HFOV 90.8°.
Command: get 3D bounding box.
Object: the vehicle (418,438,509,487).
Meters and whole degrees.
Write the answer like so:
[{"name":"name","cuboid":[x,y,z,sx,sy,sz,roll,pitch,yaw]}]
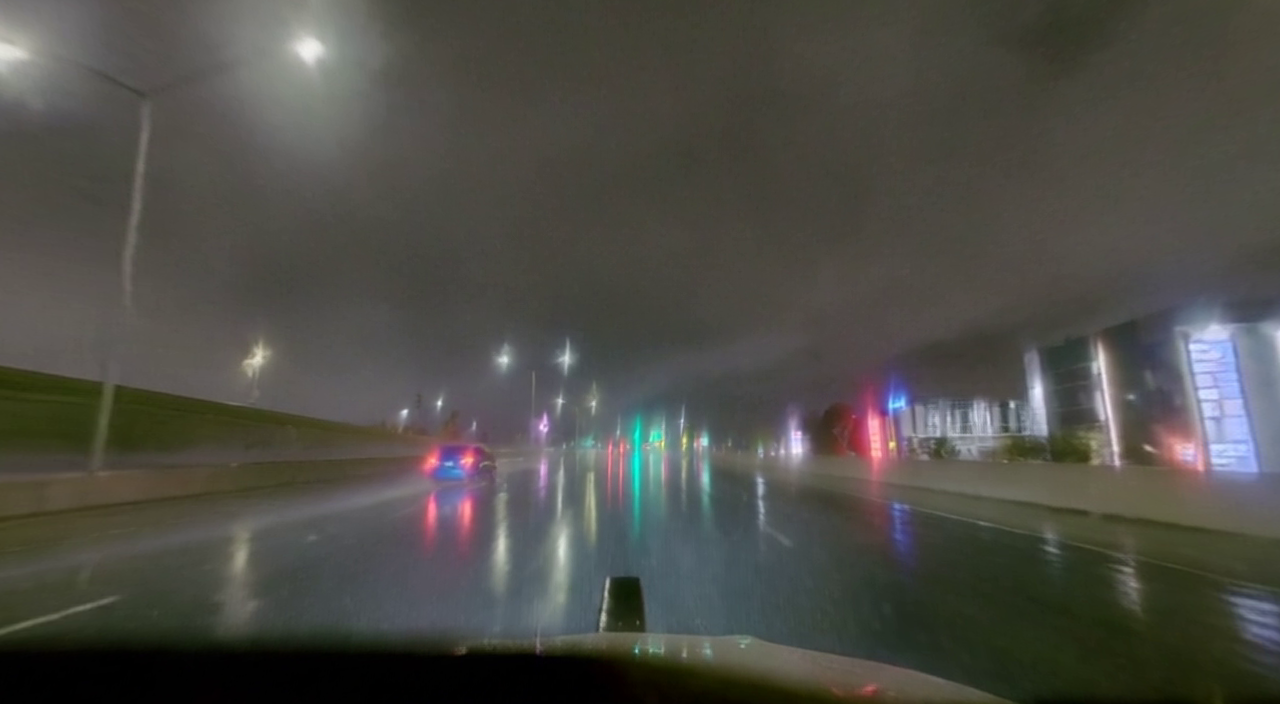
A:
[{"name":"vehicle","cuboid":[-6.127,3.870,22.513,1.990,1.529,4.288,0,-8,0]}]
